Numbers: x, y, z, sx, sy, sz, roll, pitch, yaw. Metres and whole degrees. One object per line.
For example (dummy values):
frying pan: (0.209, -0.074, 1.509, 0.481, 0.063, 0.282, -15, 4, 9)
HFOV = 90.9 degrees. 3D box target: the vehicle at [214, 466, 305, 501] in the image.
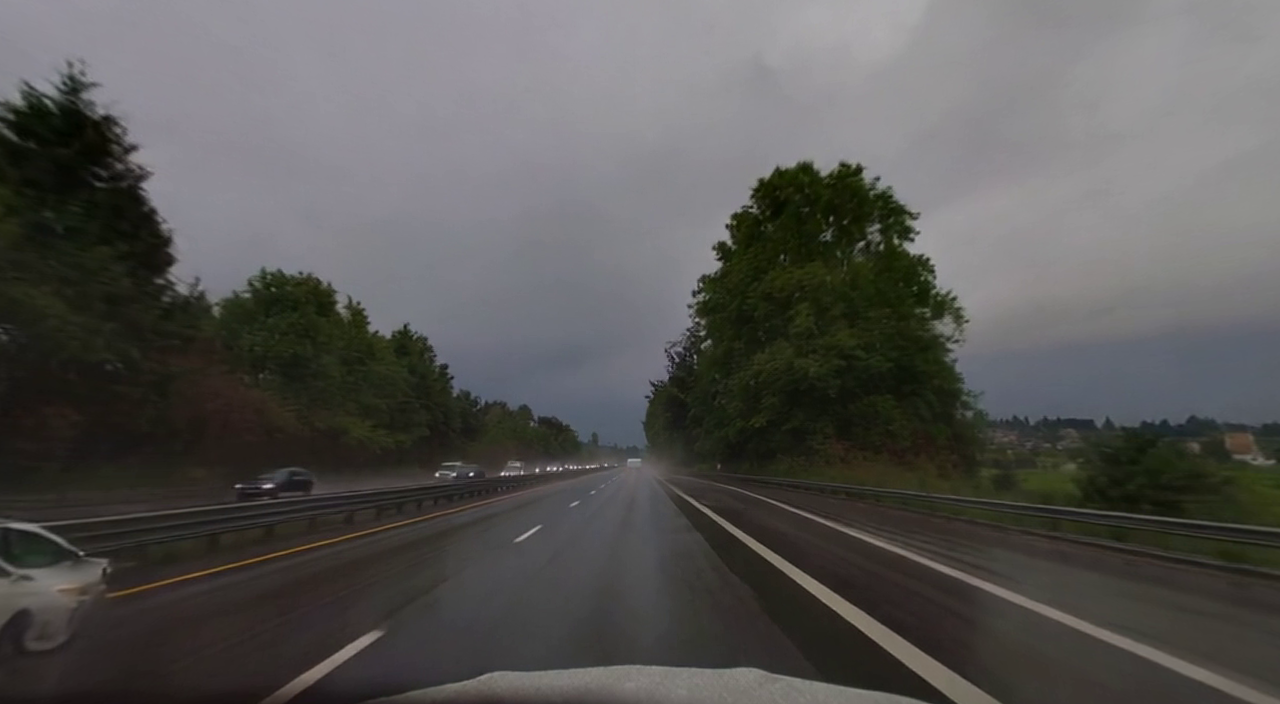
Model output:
vehicle: (-16.967, 5.847, 28.290, 1.686, 1.428, 3.761, 1, -10, 0)
